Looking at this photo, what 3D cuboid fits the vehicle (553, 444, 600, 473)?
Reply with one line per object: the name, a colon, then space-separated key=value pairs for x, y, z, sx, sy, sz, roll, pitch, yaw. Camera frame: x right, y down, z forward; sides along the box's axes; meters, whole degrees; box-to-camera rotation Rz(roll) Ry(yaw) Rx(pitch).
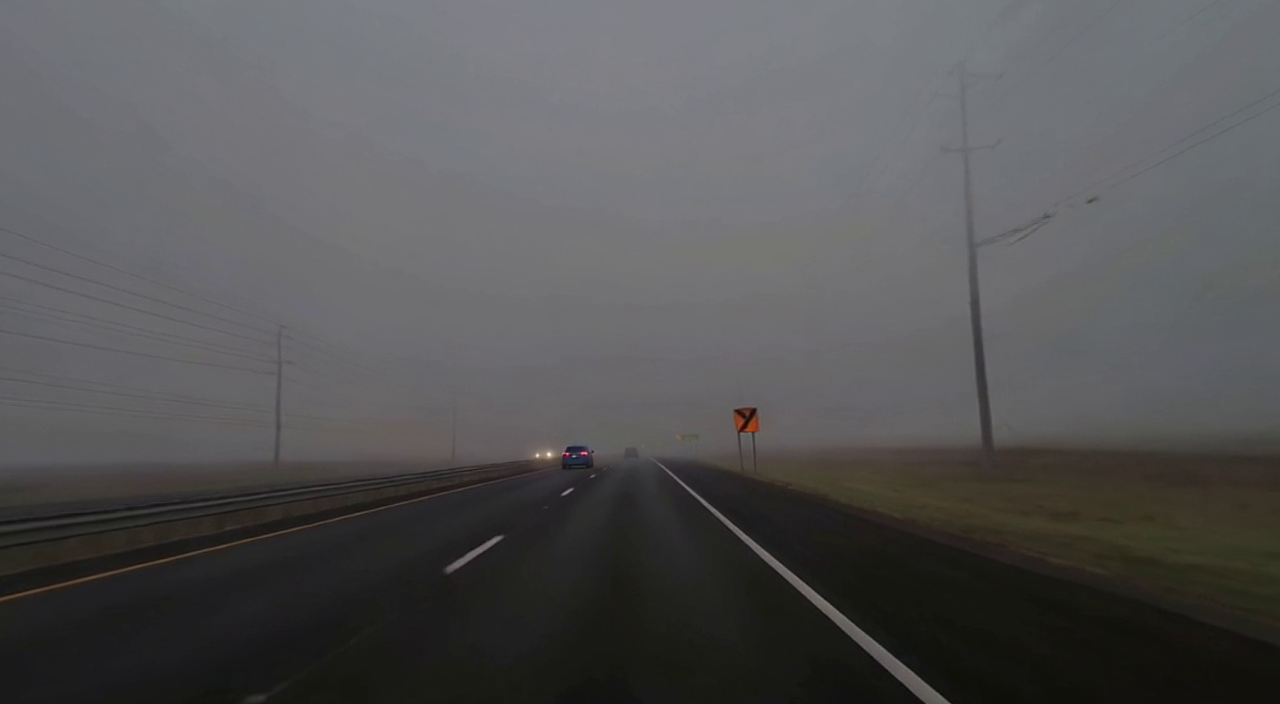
vehicle: x=-3.534 y=6.062 z=35.973 sx=2.106 sy=1.543 sz=4.465 roll=0 pitch=-9 yaw=1
